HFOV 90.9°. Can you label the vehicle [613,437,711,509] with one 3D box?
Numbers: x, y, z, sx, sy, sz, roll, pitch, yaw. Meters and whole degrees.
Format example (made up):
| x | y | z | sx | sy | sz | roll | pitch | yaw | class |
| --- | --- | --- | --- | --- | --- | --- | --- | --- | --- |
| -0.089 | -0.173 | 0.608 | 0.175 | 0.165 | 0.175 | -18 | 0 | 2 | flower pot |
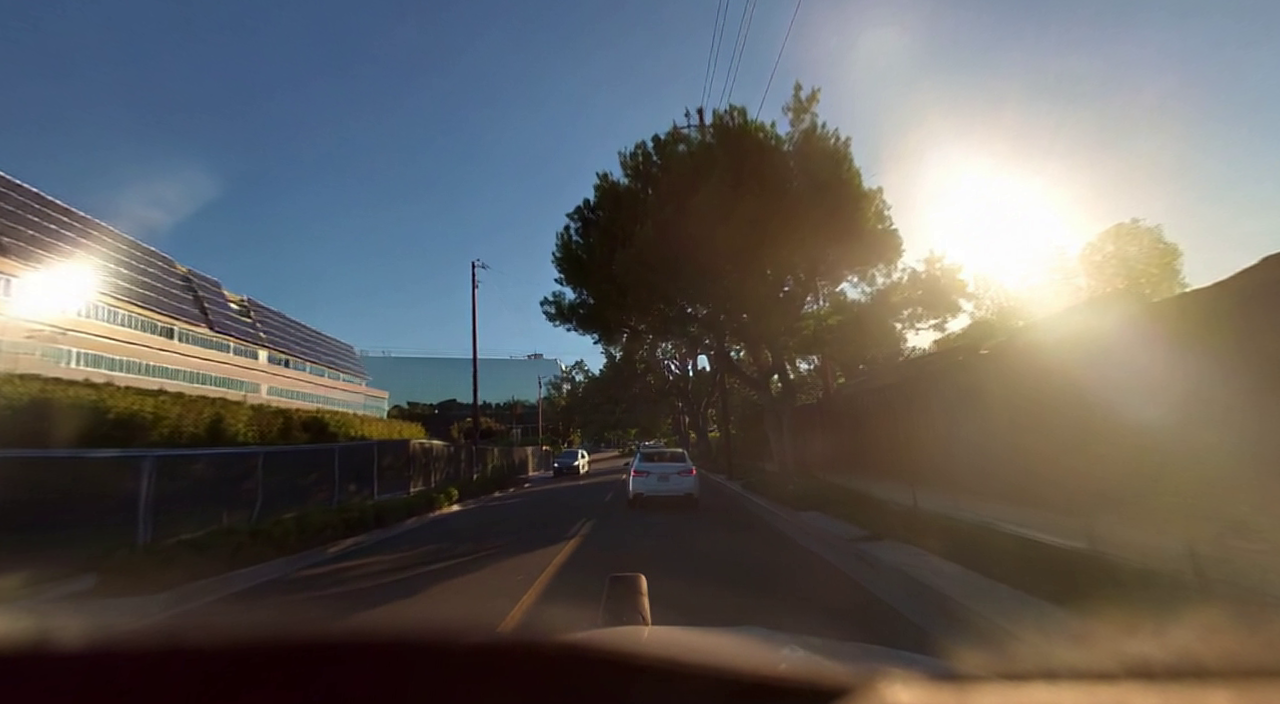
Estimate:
| x | y | z | sx | sy | sz | roll | pitch | yaw | class |
| --- | --- | --- | --- | --- | --- | --- | --- | --- | --- |
| 0.483 | 2.828 | 15.296 | 2.060 | 1.487 | 3.920 | 0 | -8 | 1 | vehicle |
